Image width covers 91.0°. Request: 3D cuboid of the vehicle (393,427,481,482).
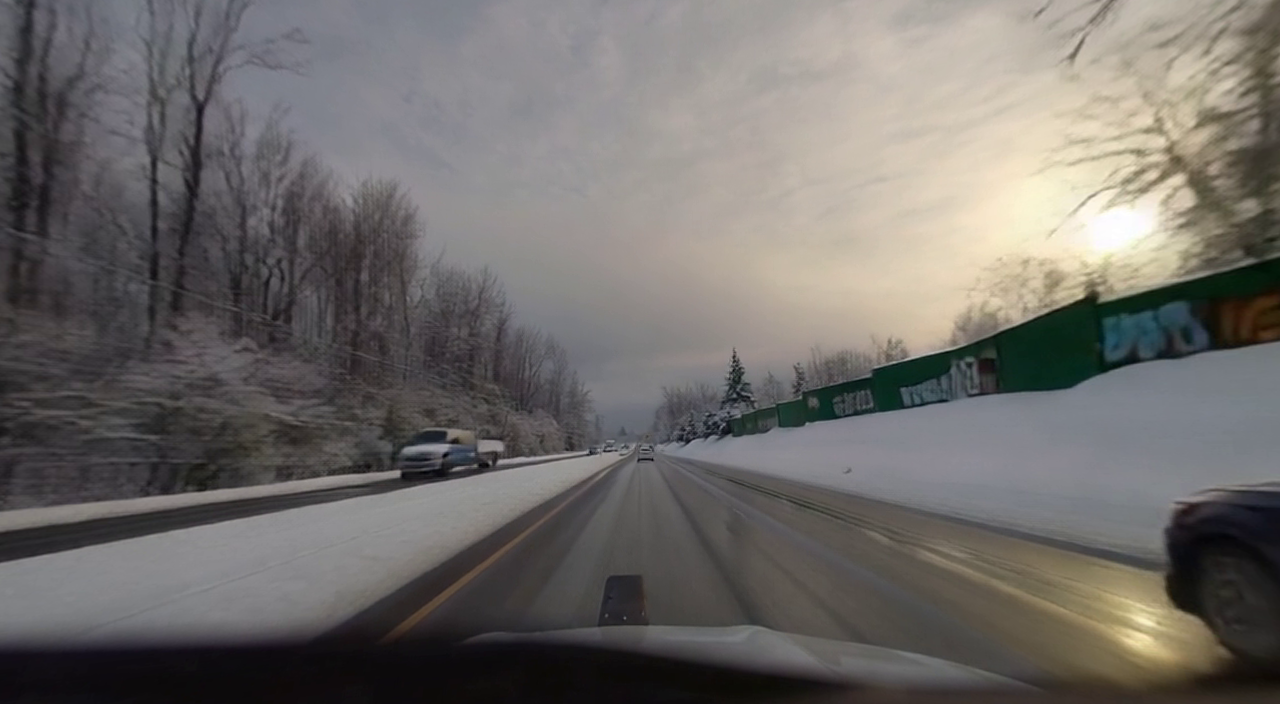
[{"bbox_3d":[-11.378,5.800,36.026,2.663,2.819,6.467,-1,-9,2],"label":"vehicle"}]
